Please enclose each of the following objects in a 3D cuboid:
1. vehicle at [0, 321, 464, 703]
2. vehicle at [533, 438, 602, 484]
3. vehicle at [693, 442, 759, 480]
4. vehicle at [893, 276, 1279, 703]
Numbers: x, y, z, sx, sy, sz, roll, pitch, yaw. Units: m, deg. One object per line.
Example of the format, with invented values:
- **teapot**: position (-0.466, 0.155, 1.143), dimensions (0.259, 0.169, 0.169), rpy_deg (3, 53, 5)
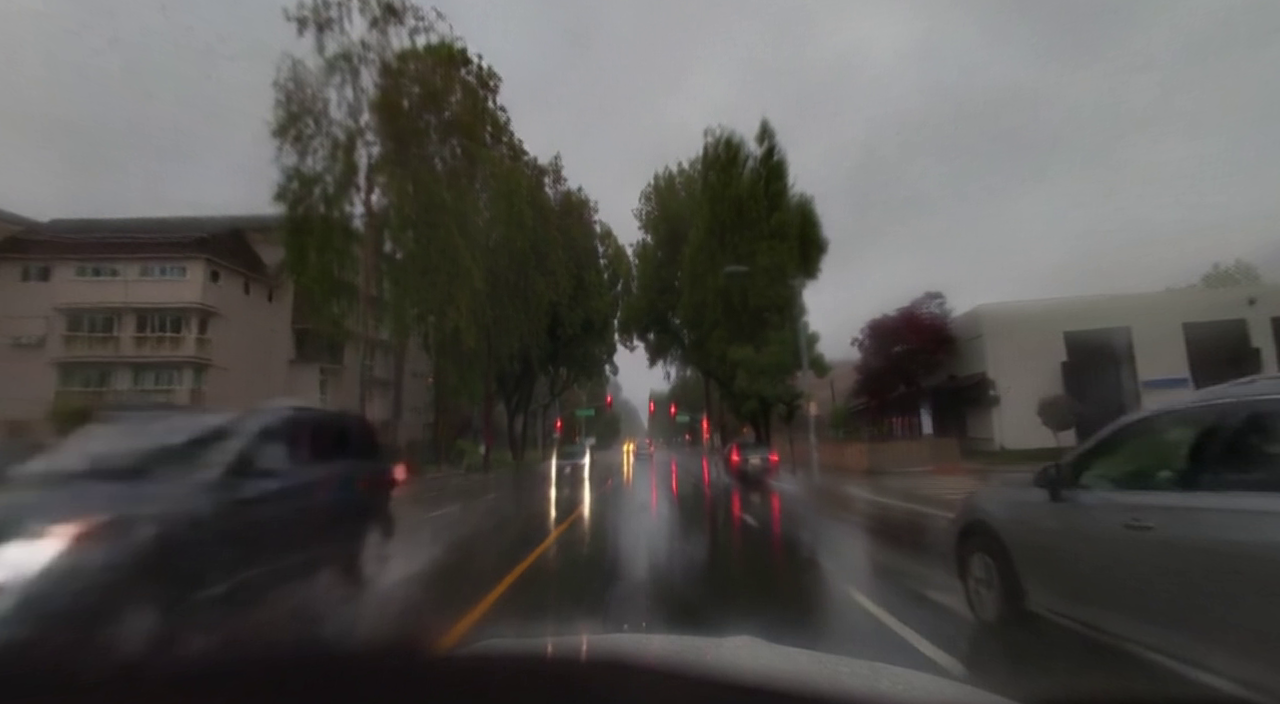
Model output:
- **vehicle**: position (-3.540, 1.209, 4.902), dimensions (2.304, 1.886, 6.516), rpy_deg (0, -9, 2)
- **vehicle**: position (-2.822, 4.367, 25.561), dimensions (2.109, 1.681, 4.417), rpy_deg (0, -9, 2)
- **vehicle**: position (3.513, 4.560, 26.677), dimensions (2.072, 1.471, 4.834), rpy_deg (0, -9, -1)
- **vehicle**: position (3.247, 0.769, 2.630), dimensions (2.251, 1.861, 5.144), rpy_deg (0, -9, 0)
